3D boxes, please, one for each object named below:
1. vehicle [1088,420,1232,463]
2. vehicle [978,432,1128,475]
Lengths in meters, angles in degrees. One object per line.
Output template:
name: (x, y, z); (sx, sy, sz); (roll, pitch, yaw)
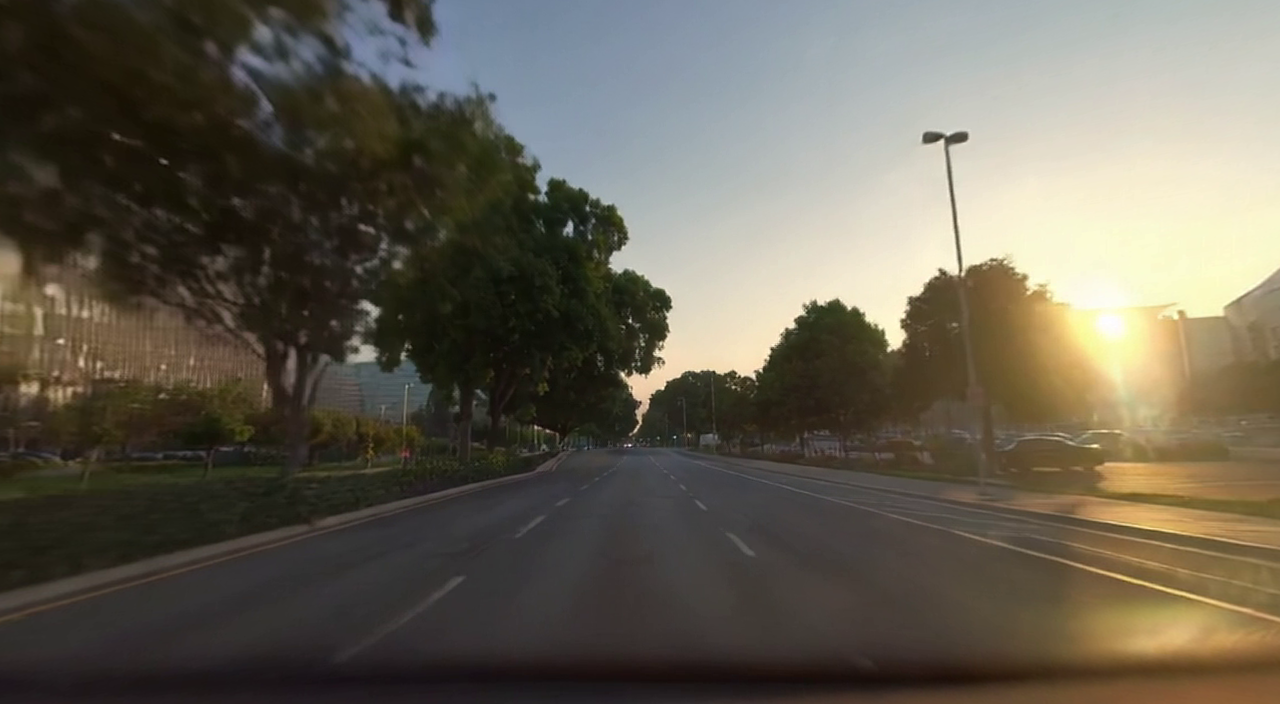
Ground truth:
vehicle: (30.164, 5.204, 36.788); (6.323, 2.077, 2.262); (-3, -8, -2)
vehicle: (17.467, 4.315, 26.875); (4.938, 1.729, 2.098); (1, -9, -3)
